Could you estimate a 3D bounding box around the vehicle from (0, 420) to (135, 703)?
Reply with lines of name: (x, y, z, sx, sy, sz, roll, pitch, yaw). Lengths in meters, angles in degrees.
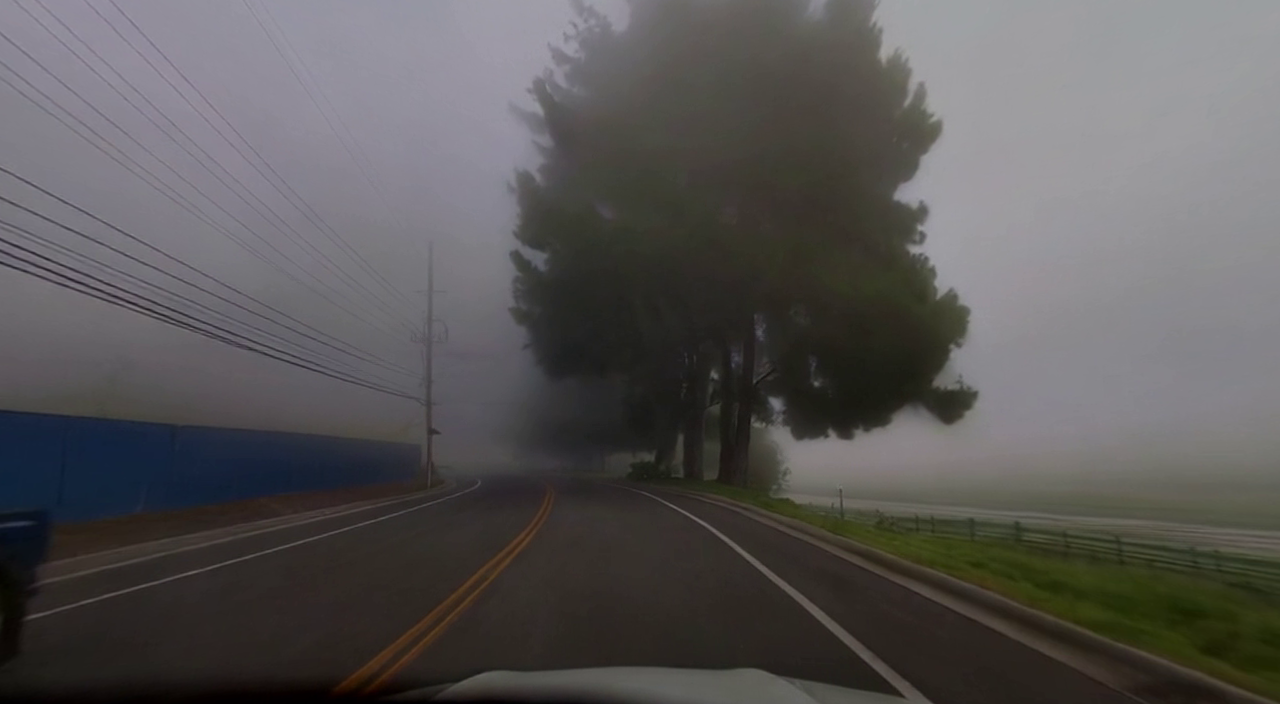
vehicle: (-4.081, 0.847, 1.477, 2.034, 1.479, 4.521, 0, -9, 0)
